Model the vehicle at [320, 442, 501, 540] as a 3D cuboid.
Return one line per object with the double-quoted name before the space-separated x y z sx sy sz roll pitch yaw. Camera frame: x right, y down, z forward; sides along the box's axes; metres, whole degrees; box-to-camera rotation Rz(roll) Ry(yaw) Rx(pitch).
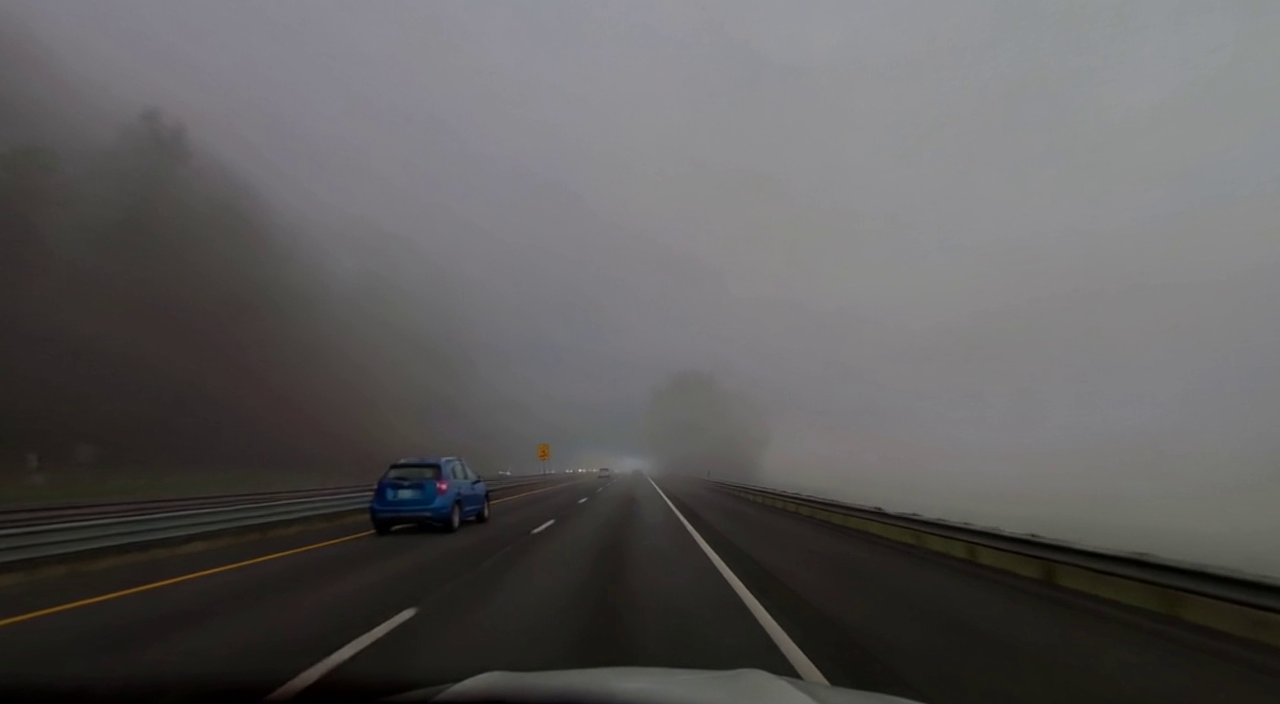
"vehicle" -4.393 2.772 12.946 2.042 1.629 4.276 1 -11 0
